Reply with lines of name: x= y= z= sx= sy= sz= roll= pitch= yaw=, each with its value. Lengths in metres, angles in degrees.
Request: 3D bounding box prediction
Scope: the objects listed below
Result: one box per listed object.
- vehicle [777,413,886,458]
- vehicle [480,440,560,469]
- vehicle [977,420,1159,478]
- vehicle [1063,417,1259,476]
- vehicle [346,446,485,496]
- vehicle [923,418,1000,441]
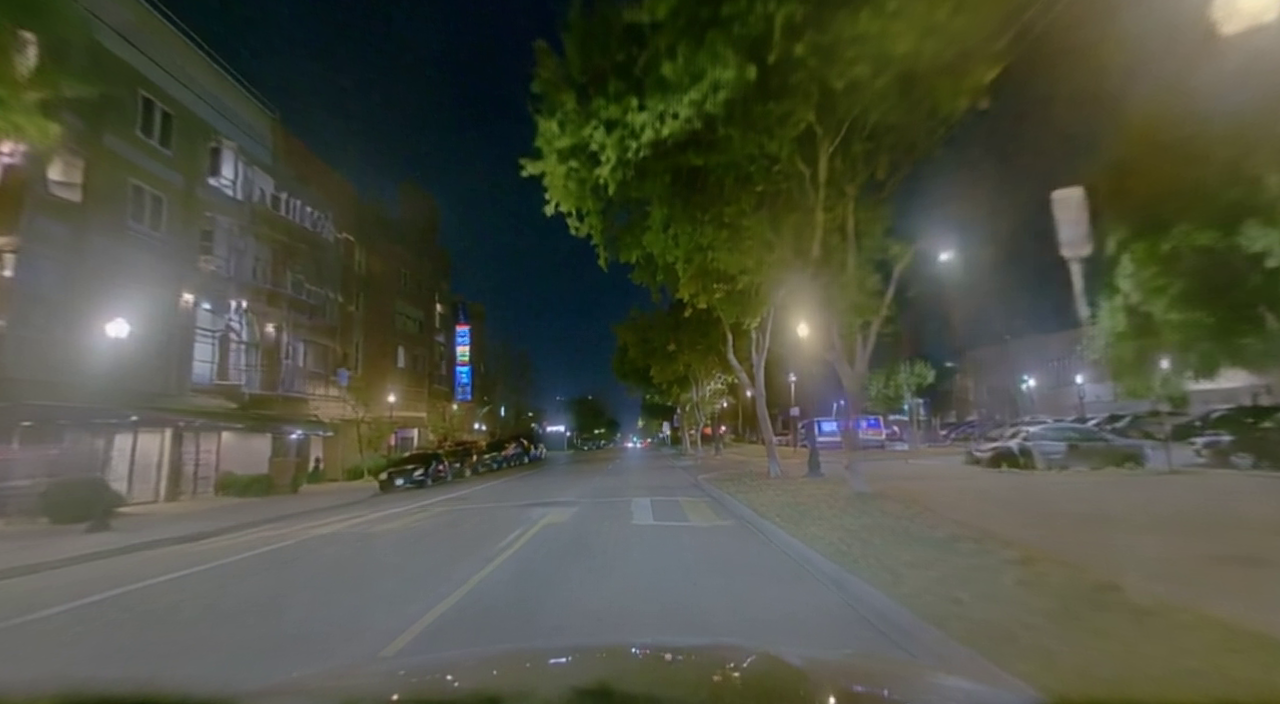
vehicle: x=10.938 y=4.781 z=36.188 sx=5.453 sy=1.794 sz=2.011 roll=-8 pitch=-6 yaw=-1
vehicle: x=-7.561 y=6.480 z=40.001 sx=4.585 sy=1.758 sz=2.050 roll=8 pitch=-12 yaw=-43
vehicle: x=11.777 y=2.727 z=17.801 sx=1.950 sy=1.429 sz=4.589 roll=0 pitch=-8 yaw=1
vehicle: x=14.772 y=2.731 z=18.257 sx=1.934 sy=1.477 sz=4.373 roll=0 pitch=-8 yaw=0
vehicle: x=-8.680 y=4.603 z=24.640 sx=1.879 sy=1.543 sz=4.778 roll=-13 pitch=-13 yaw=43
vehicle: x=23.615 y=5.726 z=46.286 sx=4.521 sy=1.634 sz=1.996 roll=0 pitch=-8 yaw=-1
